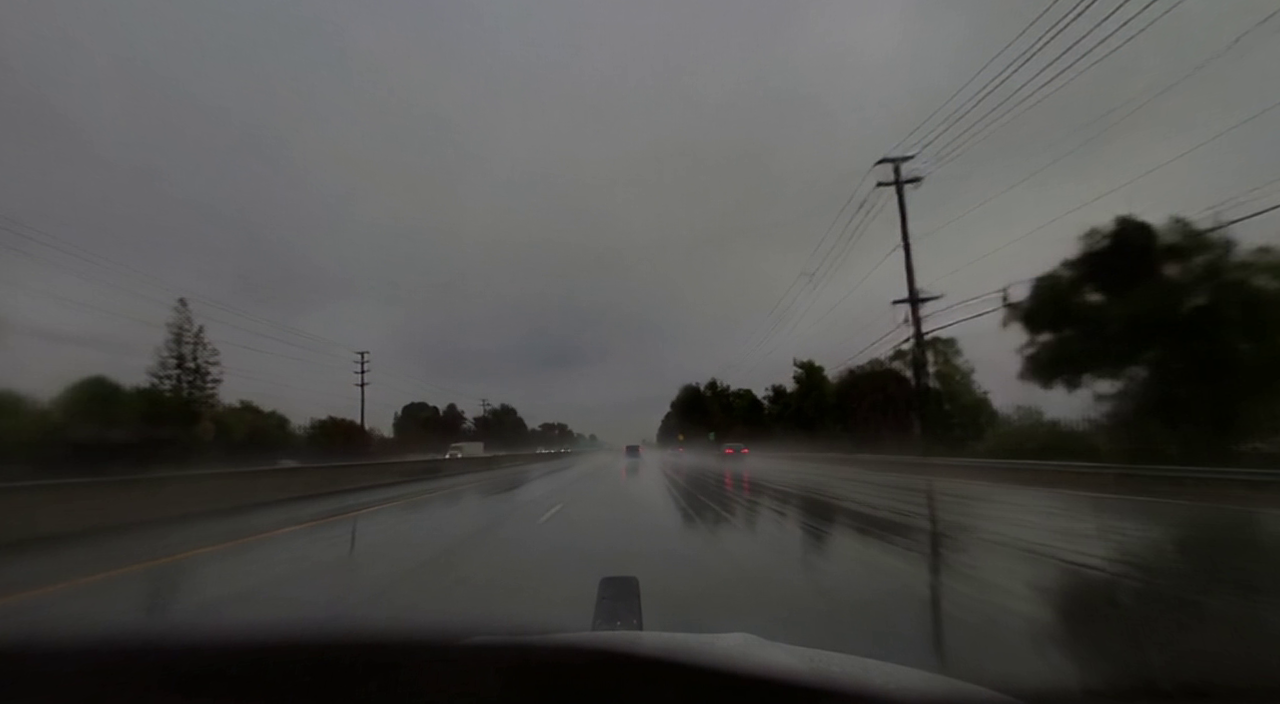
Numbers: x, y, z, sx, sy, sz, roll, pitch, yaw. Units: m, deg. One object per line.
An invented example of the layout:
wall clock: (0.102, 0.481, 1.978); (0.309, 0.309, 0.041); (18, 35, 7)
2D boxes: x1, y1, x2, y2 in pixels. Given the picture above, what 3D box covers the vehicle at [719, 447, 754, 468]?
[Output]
vehicle: (6.898, 7.577, 45.694); (1.817, 1.440, 4.075); (0, -9, -1)
